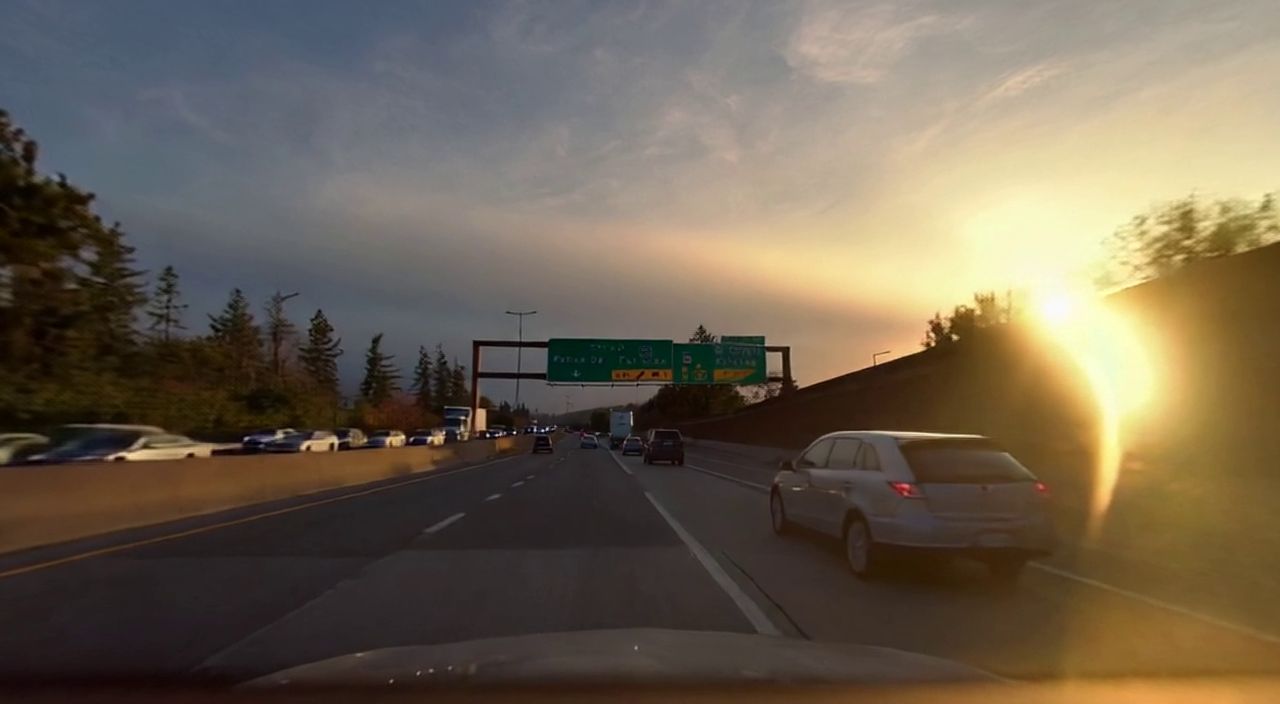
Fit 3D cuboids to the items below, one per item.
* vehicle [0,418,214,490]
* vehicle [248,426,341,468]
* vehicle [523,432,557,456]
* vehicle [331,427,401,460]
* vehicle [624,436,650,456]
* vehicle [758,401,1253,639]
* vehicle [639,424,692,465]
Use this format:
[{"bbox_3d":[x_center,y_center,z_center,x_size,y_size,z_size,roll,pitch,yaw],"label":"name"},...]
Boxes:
[{"bbox_3d":[-12.116,2.343,14.671,1.727,1.433,3.940,0,-8,-4],"label":"vehicle"},{"bbox_3d":[-12.622,3.481,23.222,1.610,1.420,3.445,0,-8,-3],"label":"vehicle"},{"bbox_3d":[-7.494,6.963,47.544,2.058,1.689,4.315,0,-8,-3],"label":"vehicle"},{"bbox_3d":[-12.722,4.277,29.459,1.853,1.406,3.495,1,-8,-4],"label":"vehicle"},{"bbox_3d":[-0.267,7.103,47.638,1.844,1.462,3.736,0,-8,-2],"label":"vehicle"},{"bbox_3d":[2.790,1.385,6.315,2.127,1.497,4.445,0,-8,-3],"label":"vehicle"},{"bbox_3d":[1.220,4.836,32.915,2.207,1.937,5.610,0,-8,-4],"label":"vehicle"}]
